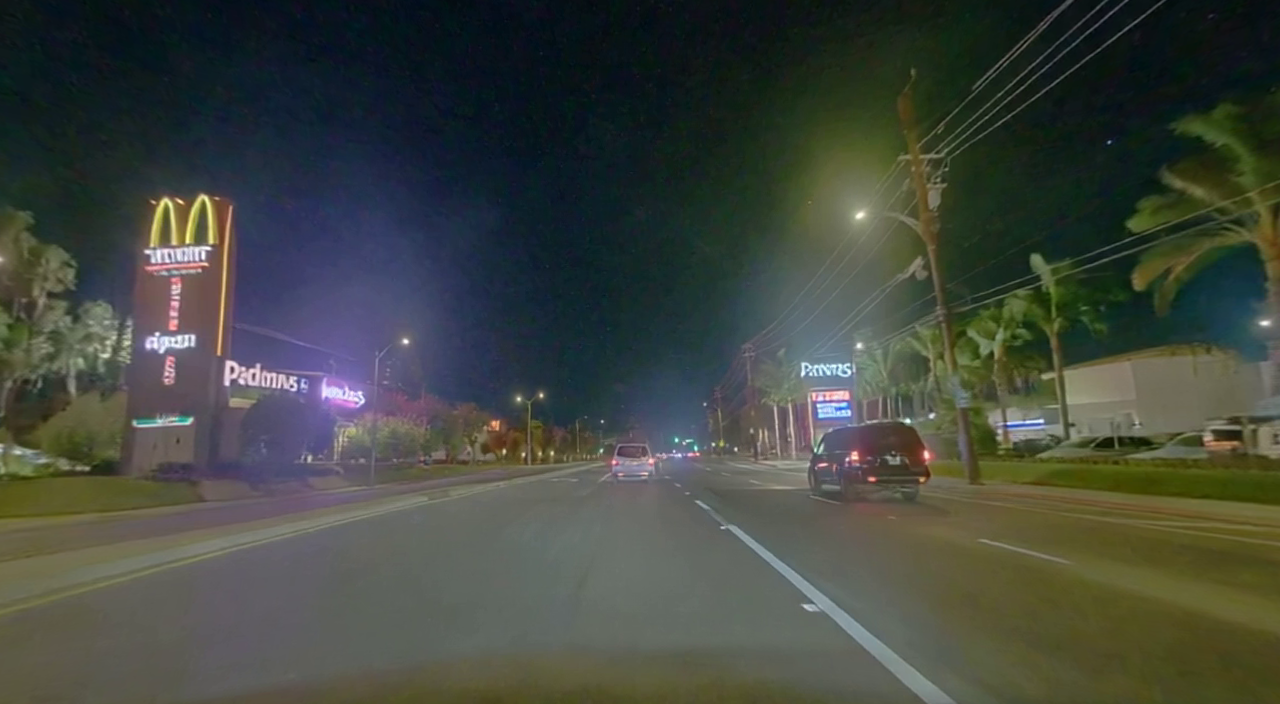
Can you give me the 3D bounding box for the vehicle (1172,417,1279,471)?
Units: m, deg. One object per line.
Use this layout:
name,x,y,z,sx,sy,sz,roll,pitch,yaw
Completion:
vehicle,20.378,2.989,20.486,4.228,1.654,1.996,0,-9,-1

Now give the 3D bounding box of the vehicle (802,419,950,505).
vehicle,5.926,2.832,16.516,2.107,1.928,4.471,0,-9,0

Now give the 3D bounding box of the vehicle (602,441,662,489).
vehicle,-0.263,4.399,24.789,2.138,1.672,4.168,0,-9,0

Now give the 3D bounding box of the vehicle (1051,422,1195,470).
vehicle,19.810,3.871,25.999,4.084,1.567,1.967,-5,-9,5
